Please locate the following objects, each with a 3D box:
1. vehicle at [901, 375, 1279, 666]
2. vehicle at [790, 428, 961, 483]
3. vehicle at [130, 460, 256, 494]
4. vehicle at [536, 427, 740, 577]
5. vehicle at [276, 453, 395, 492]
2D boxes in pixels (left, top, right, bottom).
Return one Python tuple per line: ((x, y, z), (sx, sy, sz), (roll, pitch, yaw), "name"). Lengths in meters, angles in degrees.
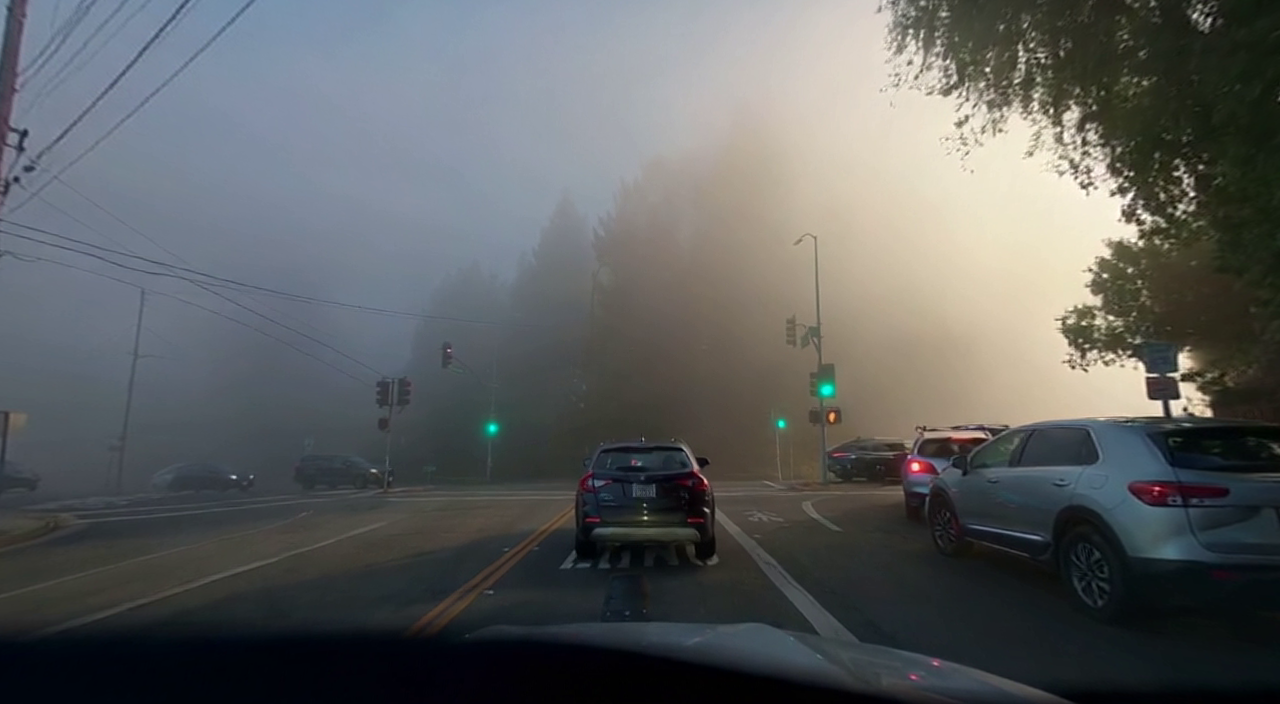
((4.614, 1.417, 6.474), (2.095, 1.836, 4.895), (-1, -8, 5), "vehicle")
((9.081, 4.054, 24.860), (5.857, 2.016, 2.273), (-1, -8, 7), "vehicle")
((-21.003, 5.844, 29.680), (4.736, 1.475, 1.921), (-2, -9, 9), "vehicle")
((0.039, 1.871, 8.765), (2.078, 1.506, 4.512), (0, -8, 2), "vehicle")
((-13.806, 5.428, 28.683), (4.485, 1.625, 1.980), (-2, -9, 10), "vehicle")
